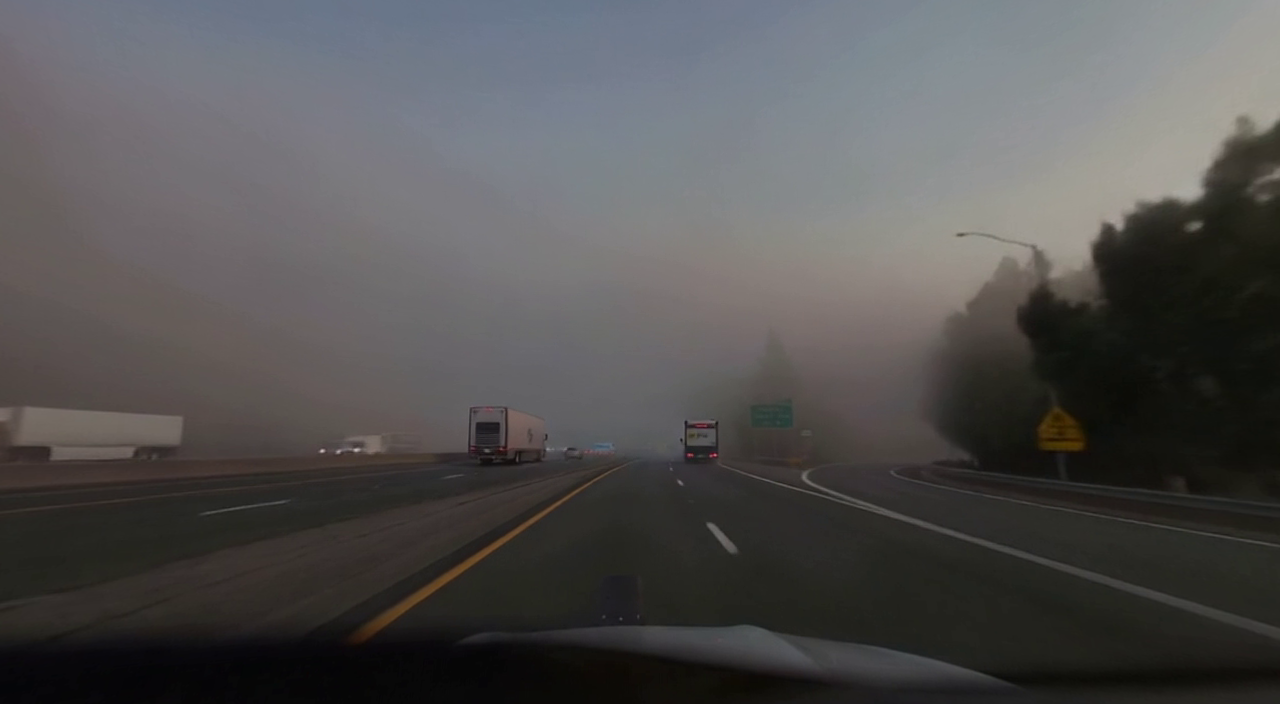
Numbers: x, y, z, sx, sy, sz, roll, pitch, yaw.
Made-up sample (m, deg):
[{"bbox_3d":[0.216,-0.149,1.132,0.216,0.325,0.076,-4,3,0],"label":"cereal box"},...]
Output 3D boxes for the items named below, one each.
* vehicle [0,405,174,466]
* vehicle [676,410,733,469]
[{"bbox_3d":[-42.393,6.518,47.909,2.840,3.938,13.955,-1,-9,3],"label":"vehicle"},{"bbox_3d":[4.376,6.522,46.296,2.928,3.595,13.975,0,-9,1],"label":"vehicle"}]
